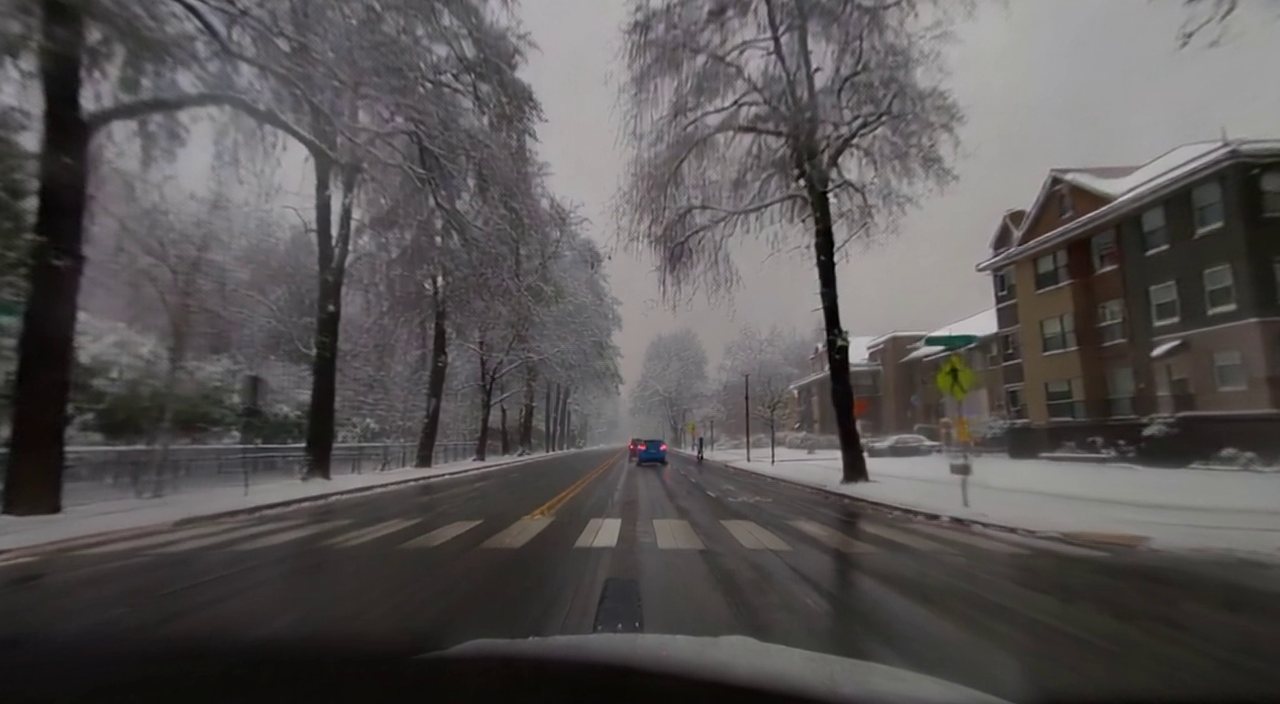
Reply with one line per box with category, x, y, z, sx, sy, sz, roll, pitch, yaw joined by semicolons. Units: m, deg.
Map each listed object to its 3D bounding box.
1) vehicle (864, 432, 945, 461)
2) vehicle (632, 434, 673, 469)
vehicle;17.167;6.181;41.044;4.237;1.819;2.245;0;-9;0
vehicle;0.594;5.169;32.912;1.981;1.703;3.691;0;-9;-1
